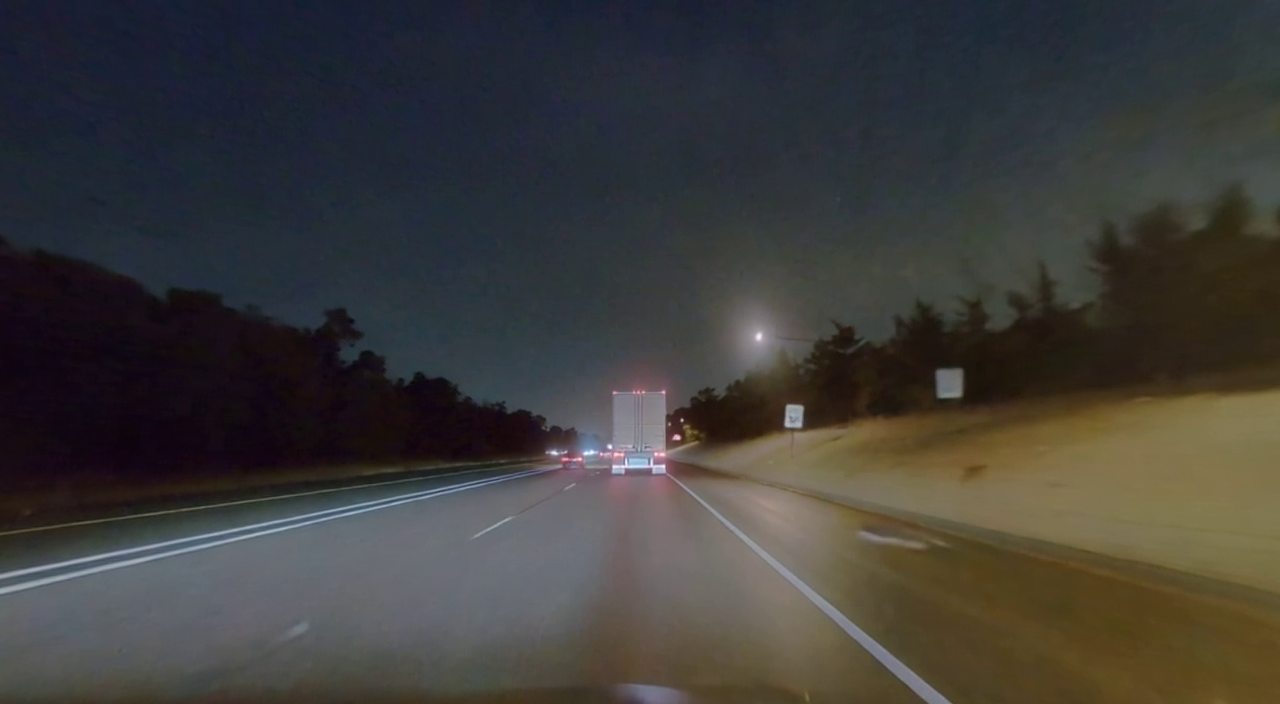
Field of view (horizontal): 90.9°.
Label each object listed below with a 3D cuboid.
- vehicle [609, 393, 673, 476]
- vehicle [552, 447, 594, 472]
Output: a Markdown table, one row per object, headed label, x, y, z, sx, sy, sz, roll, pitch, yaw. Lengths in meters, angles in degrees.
| label | x | y | z | sx | sy | sz | roll | pitch | yaw |
| --- | --- | --- | --- | --- | --- | --- | --- | --- | --- |
| vehicle | 0.011 | 4.584 | 33.994 | 2.959 | 3.828 | 9.617 | 0 | -9 | 0 |
| vehicle | -4.208 | 6.849 | 40.322 | 2.206 | 1.478 | 4.824 | 0 | -9 | 0 |
